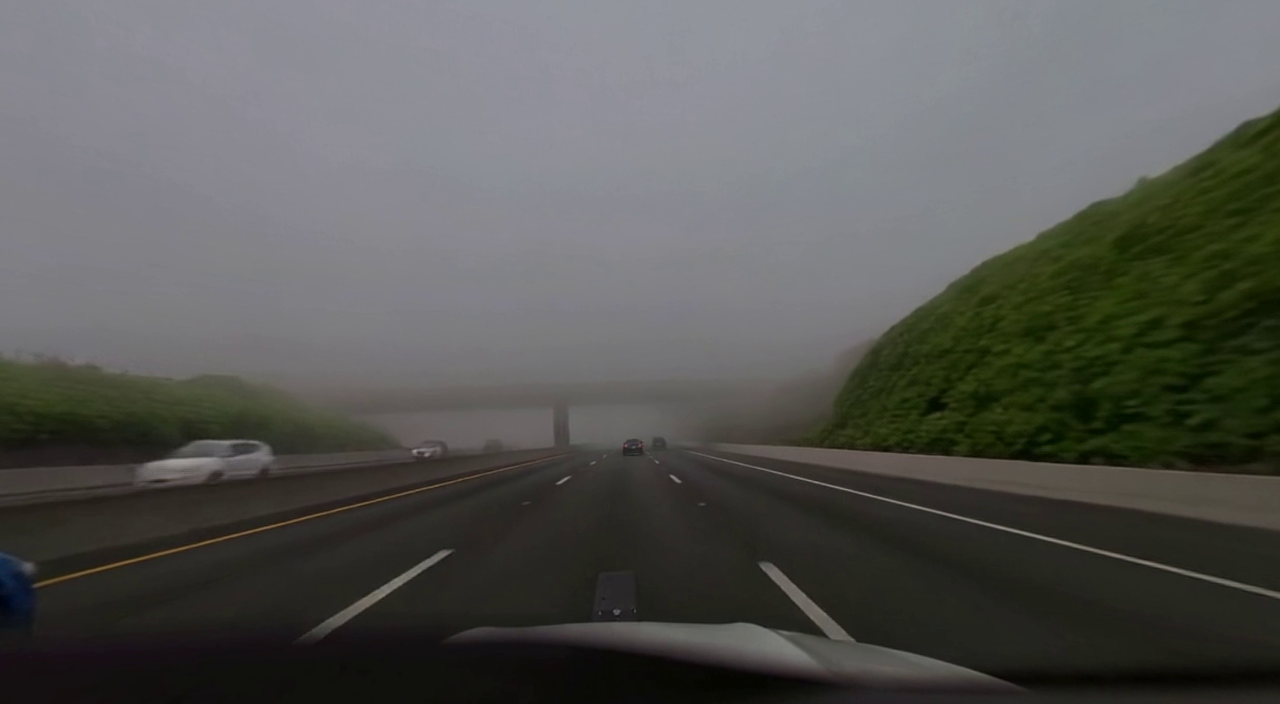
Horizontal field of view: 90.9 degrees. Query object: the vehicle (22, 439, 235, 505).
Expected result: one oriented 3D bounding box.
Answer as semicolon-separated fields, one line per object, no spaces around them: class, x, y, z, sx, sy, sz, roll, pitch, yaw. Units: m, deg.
vehicle;-12.762;2.957;16.194;1.931;1.431;4.313;0;-8;-1
